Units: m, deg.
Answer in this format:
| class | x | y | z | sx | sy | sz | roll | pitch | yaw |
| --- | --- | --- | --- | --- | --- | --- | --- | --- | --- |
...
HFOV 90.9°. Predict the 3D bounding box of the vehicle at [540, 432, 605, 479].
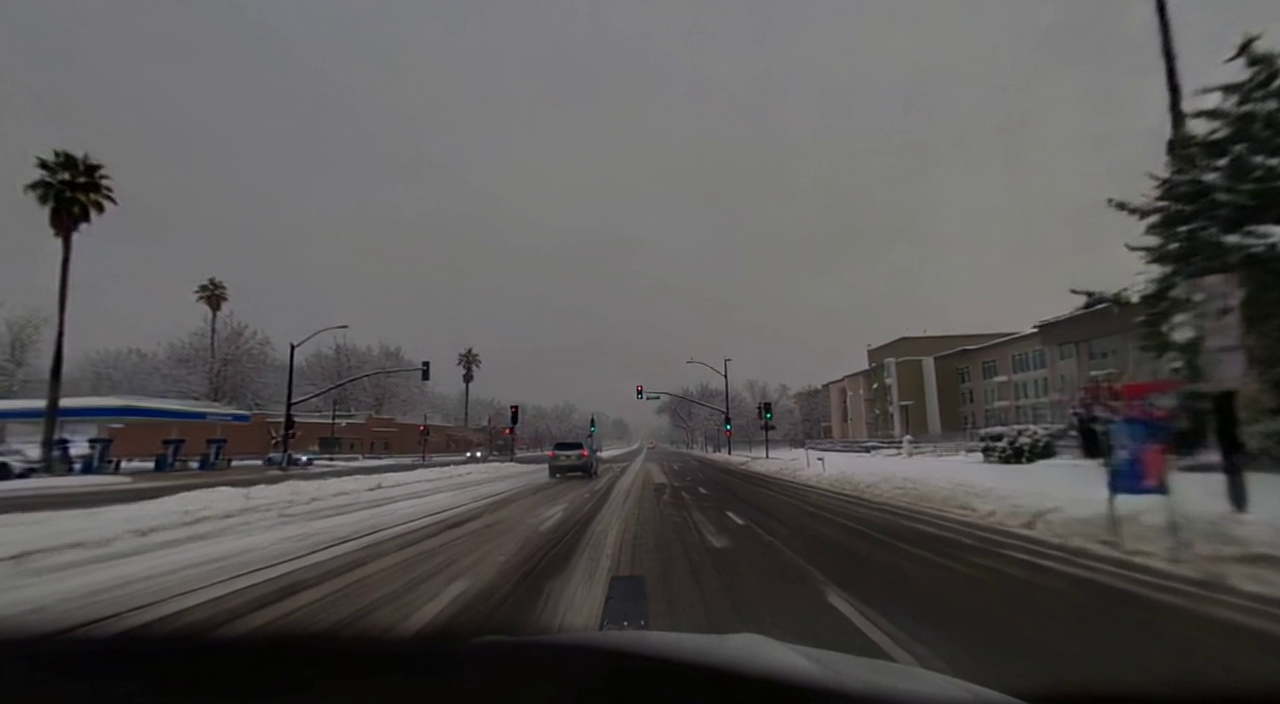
| class | x | y | z | sx | sy | sz | roll | pitch | yaw |
| --- | --- | --- | --- | --- | --- | --- | --- | --- | --- |
| vehicle | -2.642 | 4.203 | 25.791 | 2.011 | 1.756 | 4.478 | 0 | -9 | 2 |
